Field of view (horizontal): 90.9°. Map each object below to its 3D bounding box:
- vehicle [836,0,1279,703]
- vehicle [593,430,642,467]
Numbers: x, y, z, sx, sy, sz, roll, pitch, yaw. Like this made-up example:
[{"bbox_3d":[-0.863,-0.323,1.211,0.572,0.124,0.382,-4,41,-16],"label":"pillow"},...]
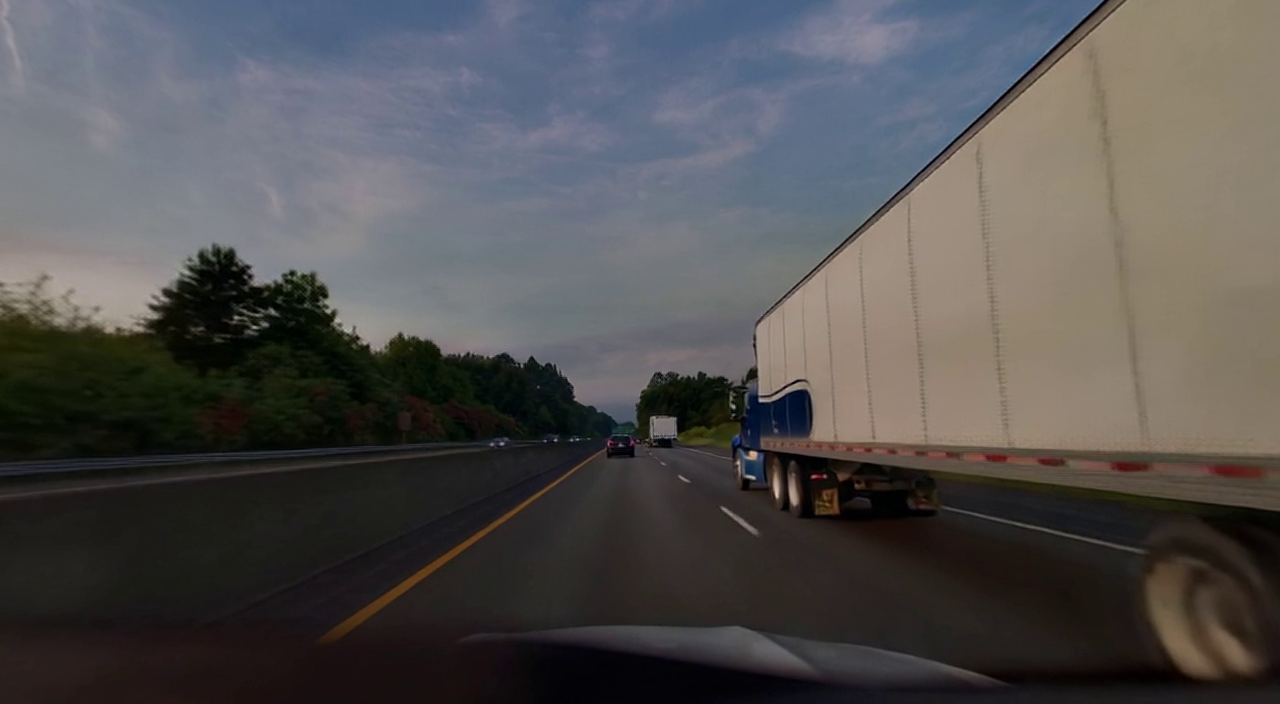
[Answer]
[{"bbox_3d":[4.181,-0.163,3.524,2.853,4.038,9.832,0,-8,-1],"label":"vehicle"},{"bbox_3d":[-0.988,4.409,28.967,2.095,1.557,3.963,0,-8,-1],"label":"vehicle"}]
